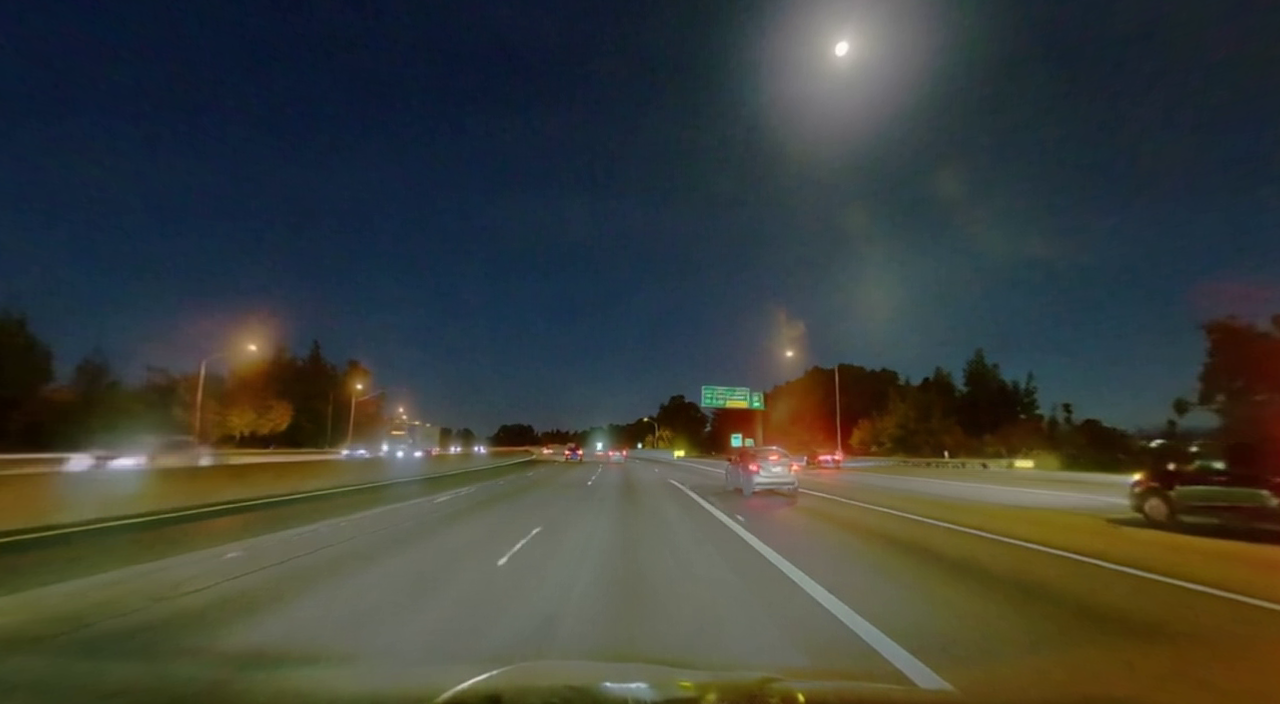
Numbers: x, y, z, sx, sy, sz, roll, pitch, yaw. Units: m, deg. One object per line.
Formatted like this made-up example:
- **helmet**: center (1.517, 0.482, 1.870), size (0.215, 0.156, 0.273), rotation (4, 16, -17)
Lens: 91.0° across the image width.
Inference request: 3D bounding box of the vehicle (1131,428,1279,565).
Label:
- **vehicle**: center (8.685, 1.713, 7.402), size (1.909, 1.634, 4.739), rotation (0, -9, -1)

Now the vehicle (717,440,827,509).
- **vehicle**: center (3.297, 3.157, 16.579), size (1.975, 1.562, 3.823), rotation (0, -9, -1)

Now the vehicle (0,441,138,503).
- **vehicle**: center (-16.840, 3.309, 17.646), size (1.921, 1.515, 4.417), rotation (0, -9, -1)

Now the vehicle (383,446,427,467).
- **vehicle**: center (-18.072, 8.053, 48.670), size (1.861, 1.545, 4.299), rotation (1, -9, -2)
